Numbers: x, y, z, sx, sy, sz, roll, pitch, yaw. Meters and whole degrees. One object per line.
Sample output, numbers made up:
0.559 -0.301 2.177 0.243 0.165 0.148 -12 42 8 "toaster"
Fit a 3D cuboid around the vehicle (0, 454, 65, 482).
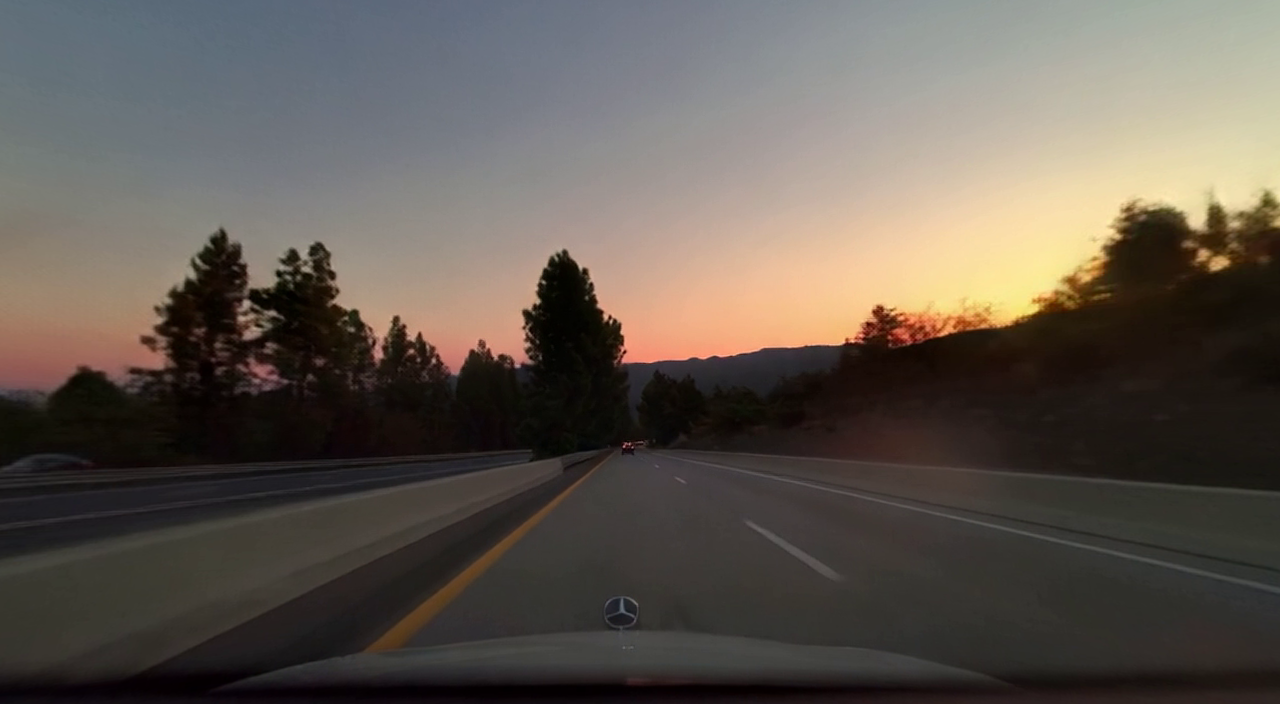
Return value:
-36.802 6.768 36.720 2.011 1.509 4.568 0 -9 1 "vehicle"
